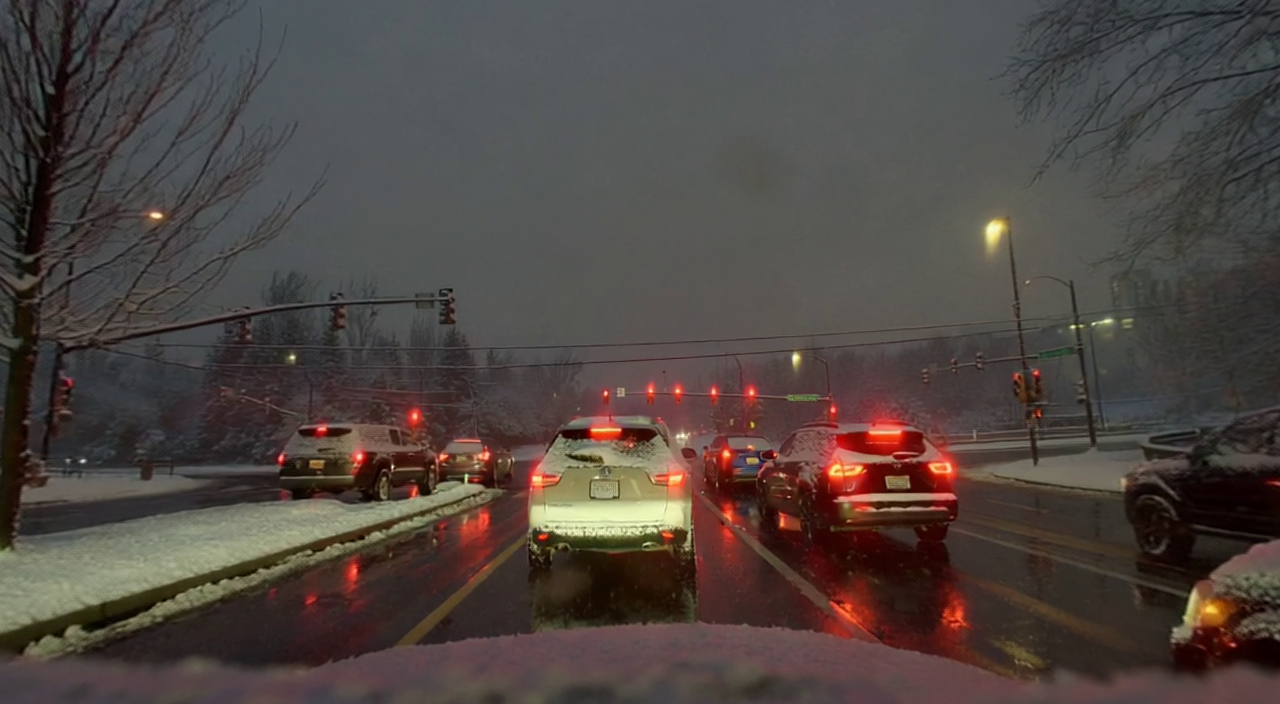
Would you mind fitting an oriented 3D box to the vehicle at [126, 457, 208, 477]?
[{"bbox_3d":[-37.258,9.065,49.518,4.914,1.487,1.850,0,-8,0],"label":"vehicle"}]

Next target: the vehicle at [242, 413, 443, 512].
[{"bbox_3d":[-6.699,2.561,15.008,2.214,1.953,5.017,0,-8,1],"label":"vehicle"}]

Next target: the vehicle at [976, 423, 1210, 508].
[{"bbox_3d":[9.913,2.511,14.320,2.085,1.631,4.337,0,-8,0],"label":"vehicle"}]

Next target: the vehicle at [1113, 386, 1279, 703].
[{"bbox_3d":[3.312,0.674,0.836,1.980,1.515,4.362,0,-8,1],"label":"vehicle"}]

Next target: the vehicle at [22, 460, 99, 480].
[{"bbox_3d":[-45.611,9.286,49.454,4.232,1.498,1.791,0,-8,1],"label":"vehicle"}]

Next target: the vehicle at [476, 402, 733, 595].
[{"bbox_3d":[-0.301,1.593,7.637,2.256,1.694,4.055,0,-8,0],"label":"vehicle"}]

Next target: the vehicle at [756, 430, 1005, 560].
[{"bbox_3d":[3.173,1.972,9.491,1.971,1.473,4.495,0,-8,0],"label":"vehicle"}]
